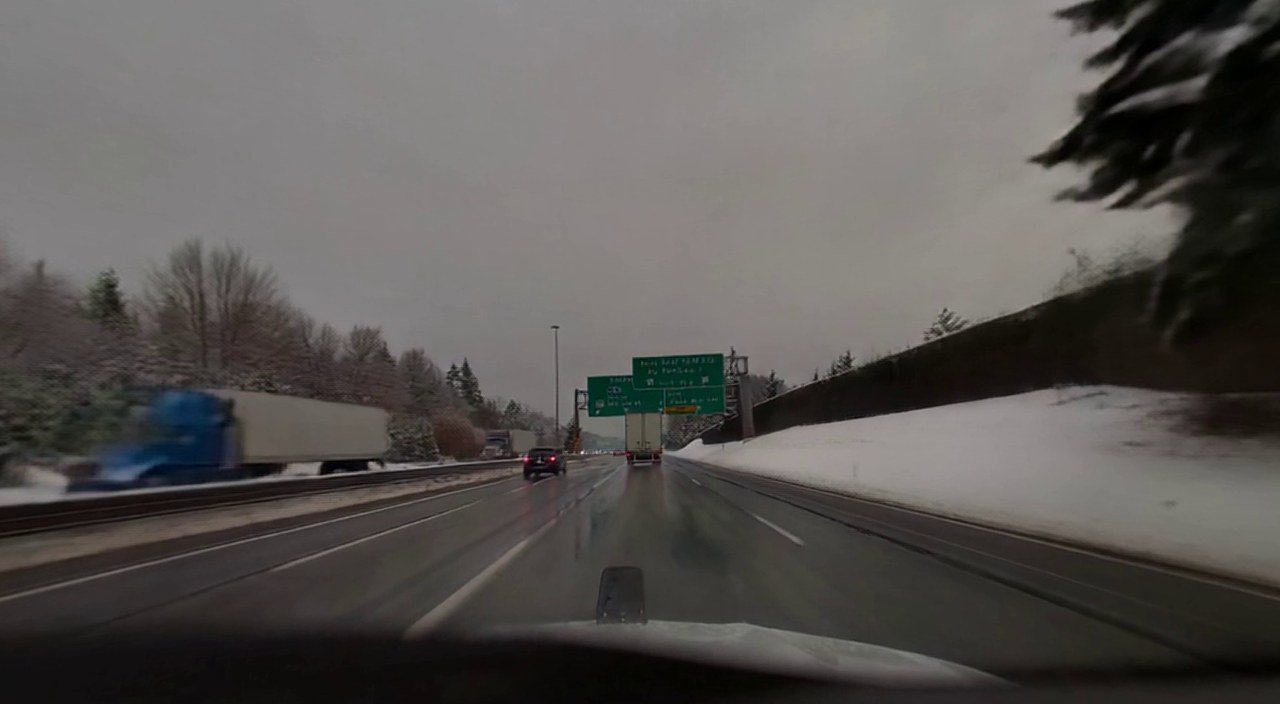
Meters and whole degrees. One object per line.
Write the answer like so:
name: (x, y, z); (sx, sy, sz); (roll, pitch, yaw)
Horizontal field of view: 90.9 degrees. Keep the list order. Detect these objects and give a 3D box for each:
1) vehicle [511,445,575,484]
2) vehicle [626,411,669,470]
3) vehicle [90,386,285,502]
vehicle: (-4.077, 4.787, 27.248); (1.974, 1.531, 4.429); (0, -9, 1)
vehicle: (0.581, 6.940, 48.955); (2.980, 4.051, 10.359); (0, -9, 1)
vehicle: (-17.021, 3.556, 24.378); (2.987, 3.918, 5.823); (0, -9, 0)
